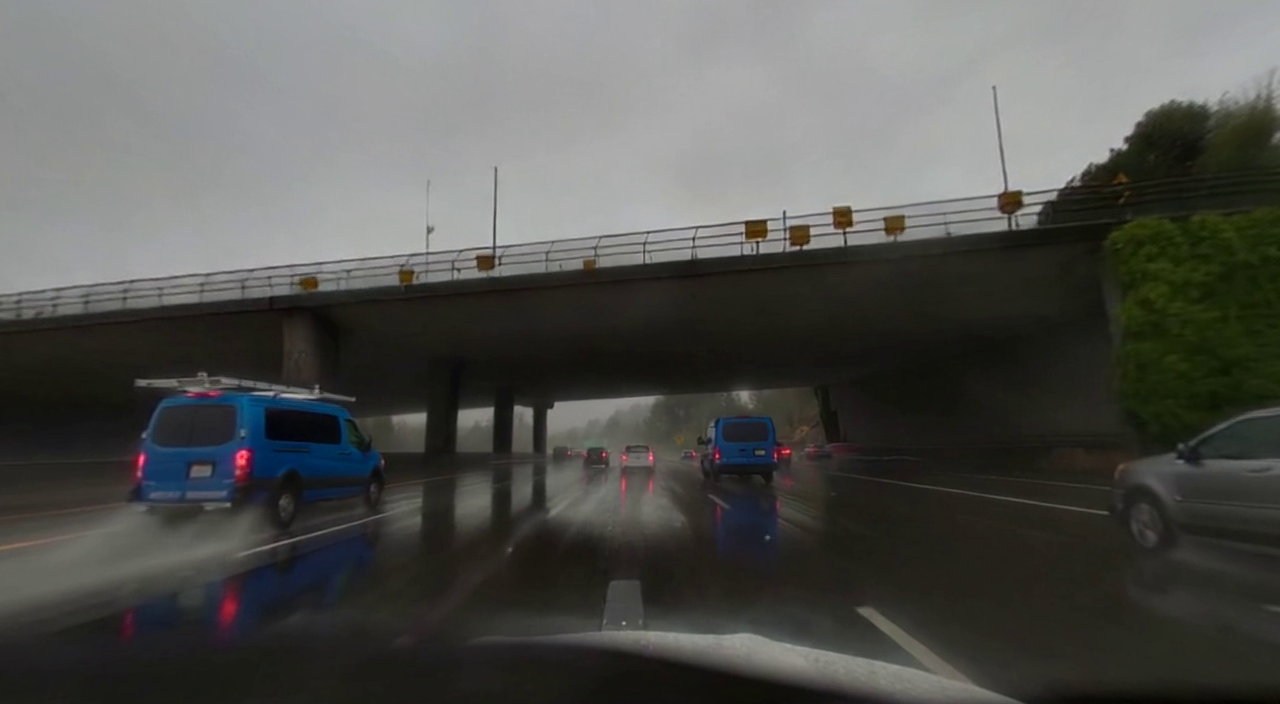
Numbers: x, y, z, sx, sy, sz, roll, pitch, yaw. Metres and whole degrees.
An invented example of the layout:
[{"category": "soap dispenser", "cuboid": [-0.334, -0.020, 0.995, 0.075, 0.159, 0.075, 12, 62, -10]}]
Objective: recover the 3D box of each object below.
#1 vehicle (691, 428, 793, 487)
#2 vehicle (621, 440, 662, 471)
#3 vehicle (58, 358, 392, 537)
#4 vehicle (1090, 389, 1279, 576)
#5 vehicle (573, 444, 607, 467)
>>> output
[{"category": "vehicle", "cuboid": [3.566, 3.888, 23.511, 2.777, 1.895, 5.710, 0, -9, -1]}, {"category": "vehicle", "cuboid": [0.085, 5.759, 35.362, 2.115, 1.617, 4.102, 0, -9, 0]}, {"category": "vehicle", "cuboid": [-7.588, 1.914, 12.868, 2.336, 2.708, 6.421, 0, -8, 0]}, {"category": "vehicle", "cuboid": [7.508, 1.248, 5.944, 2.304, 1.840, 5.706, 0, -9, 0]}, {"category": "vehicle", "cuboid": [-3.356, 7.059, 43.292, 1.970, 1.483, 4.071, 0, -9, 1]}]
